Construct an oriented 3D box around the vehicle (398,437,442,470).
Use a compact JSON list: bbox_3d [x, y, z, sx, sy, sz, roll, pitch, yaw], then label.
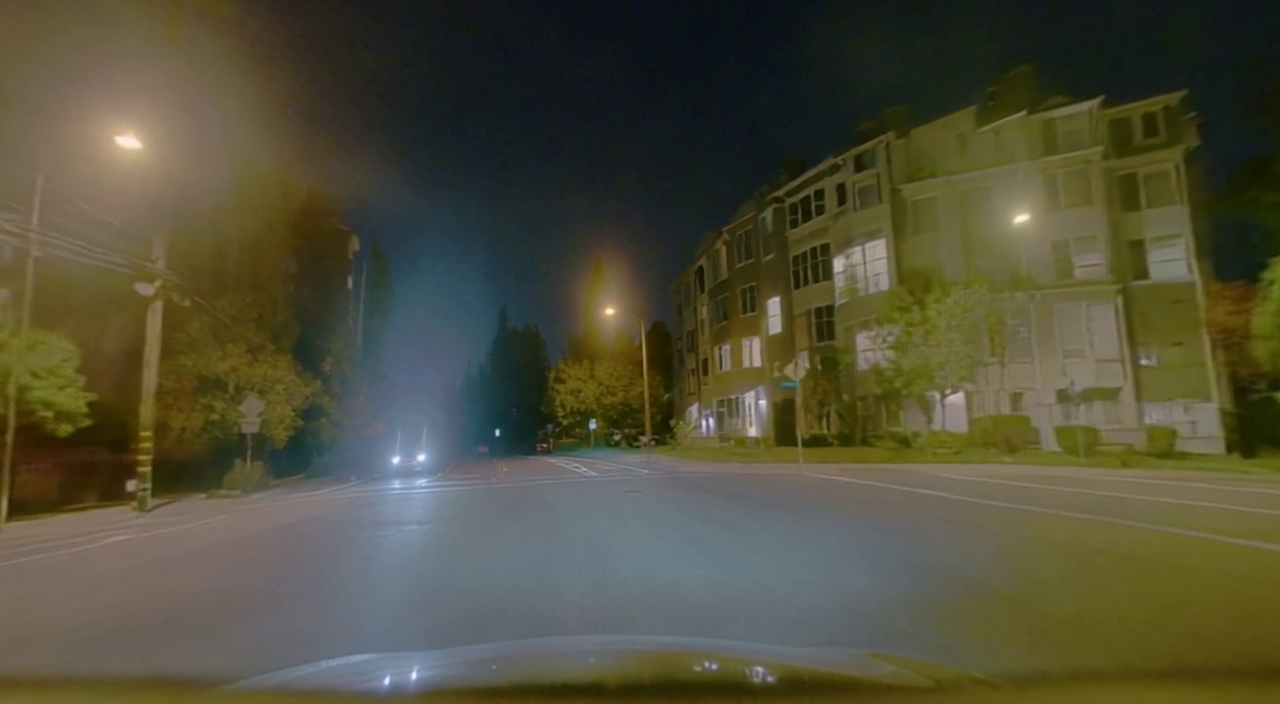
[{"bbox_3d":[-13.346,6.170,38.581,2.247,1.801,4.672,2,-9,-16],"label":"vehicle"}]
